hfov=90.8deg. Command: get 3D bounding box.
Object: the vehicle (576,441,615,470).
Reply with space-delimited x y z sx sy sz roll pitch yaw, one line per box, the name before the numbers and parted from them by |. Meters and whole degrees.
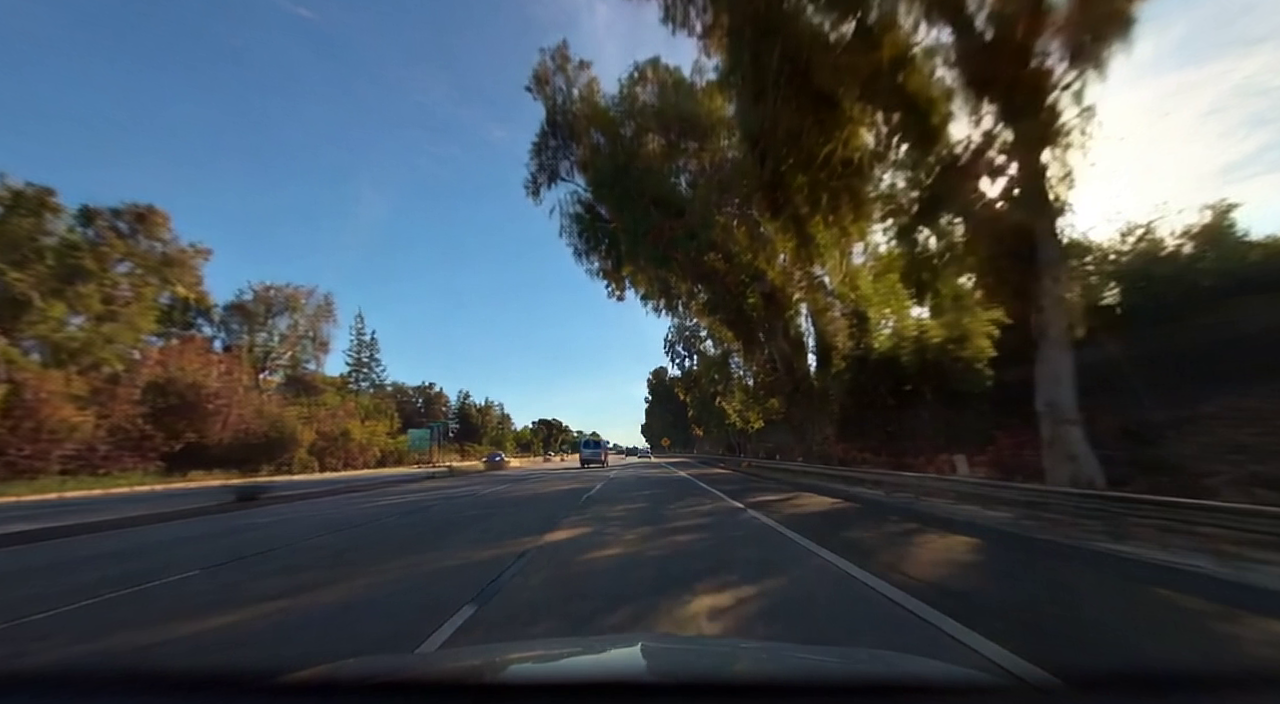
vehicle | -3.129 7.416 45.483 2.349 1.973 5.419 0 -9 0
